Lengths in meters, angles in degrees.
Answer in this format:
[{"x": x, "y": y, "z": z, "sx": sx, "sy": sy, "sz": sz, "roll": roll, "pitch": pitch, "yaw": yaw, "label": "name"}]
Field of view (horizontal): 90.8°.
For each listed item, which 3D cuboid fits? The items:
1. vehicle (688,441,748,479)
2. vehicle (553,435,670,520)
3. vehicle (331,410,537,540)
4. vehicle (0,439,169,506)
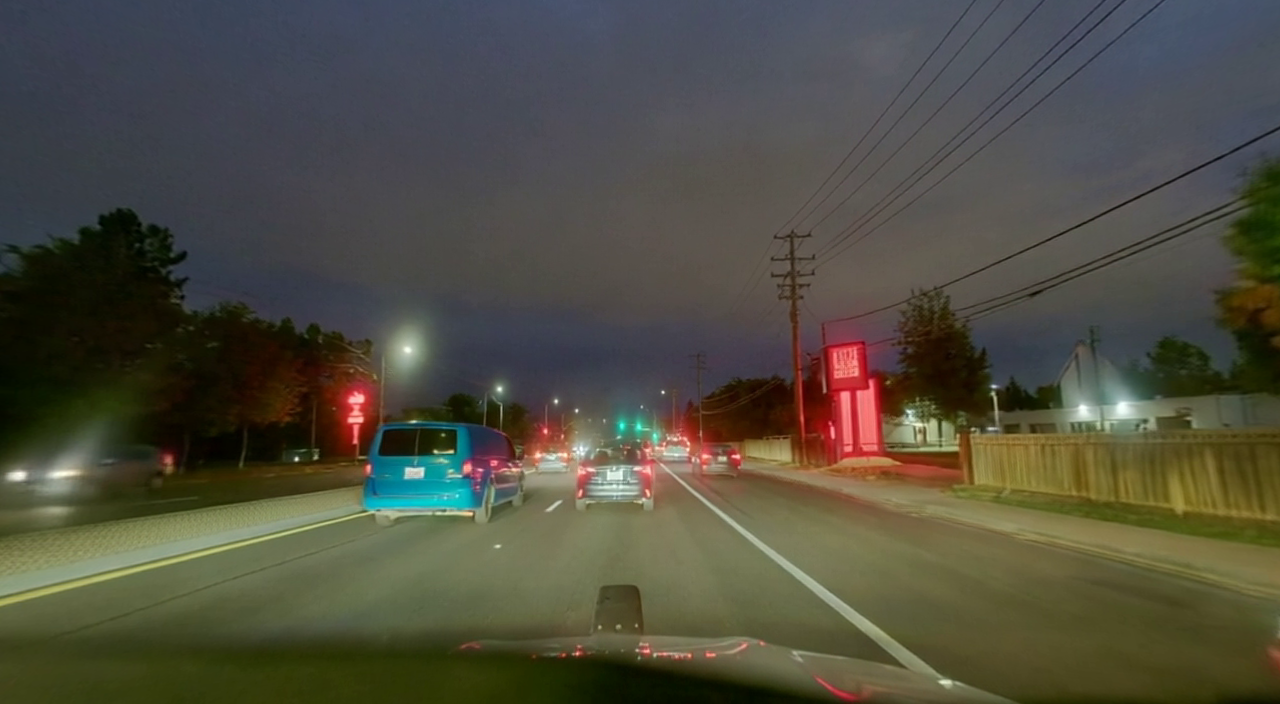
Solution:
[{"x": 3.231, "y": 4.559, "z": 26.956, "sx": 1.878, "sy": 1.479, "sz": 4.461, "roll": 0, "pitch": -9, "yaw": -1, "label": "vehicle"}, {"x": -0.517, "y": 2.547, "z": 13.328, "sx": 2.097, "sy": 1.511, "sz": 3.809, "roll": 0, "pitch": -9, "yaw": 0, "label": "vehicle"}, {"x": -3.332, "y": 2.116, "z": 11.453, "sx": 2.092, "sy": 1.839, "sz": 4.736, "roll": 0, "pitch": -9, "yaw": 0, "label": "vehicle"}, {"x": -17.192, "y": 3.582, "z": 19.262, "sx": 2.029, "sy": 1.790, "sz": 4.668, "roll": 0, "pitch": -9, "yaw": 0, "label": "vehicle"}]
